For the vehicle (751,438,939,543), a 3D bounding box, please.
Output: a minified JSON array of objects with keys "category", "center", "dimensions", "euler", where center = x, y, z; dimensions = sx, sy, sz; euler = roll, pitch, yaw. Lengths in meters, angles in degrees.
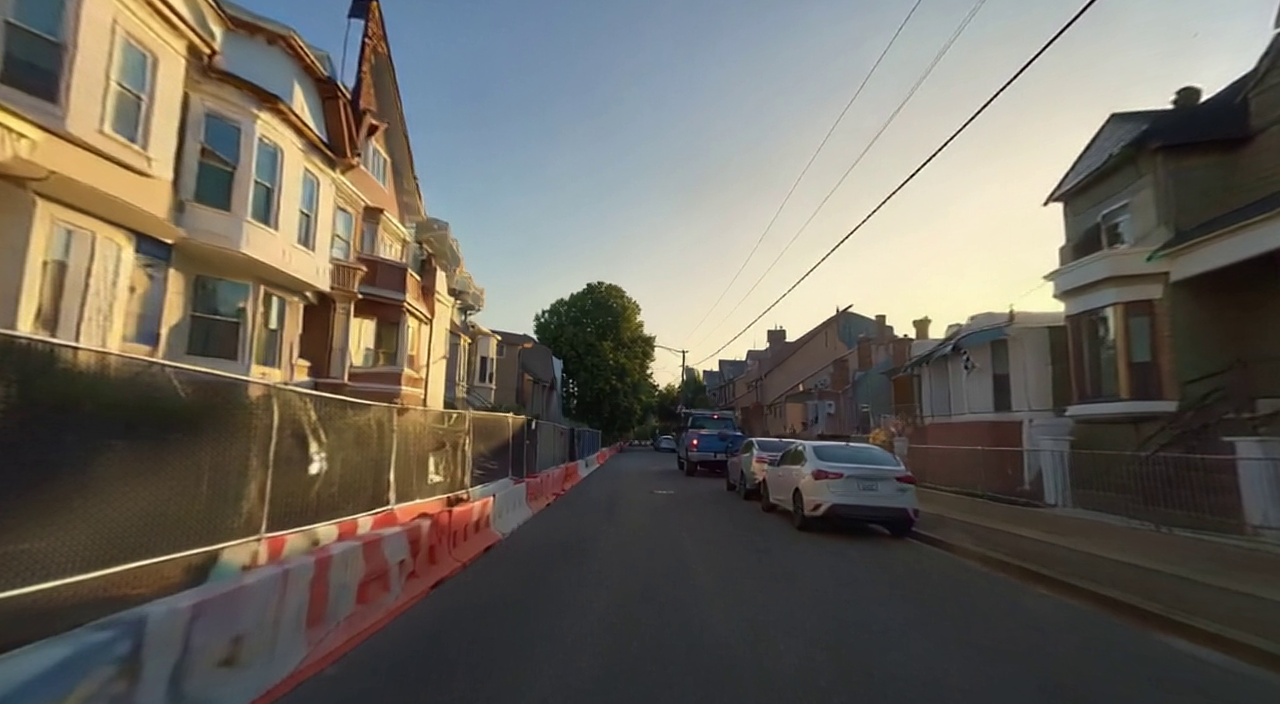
[{"category":"vehicle","center":[3.248,2.222,10.967],"dimensions":[1.805,1.436,4.201],"euler":[0,-8,-1]}]
